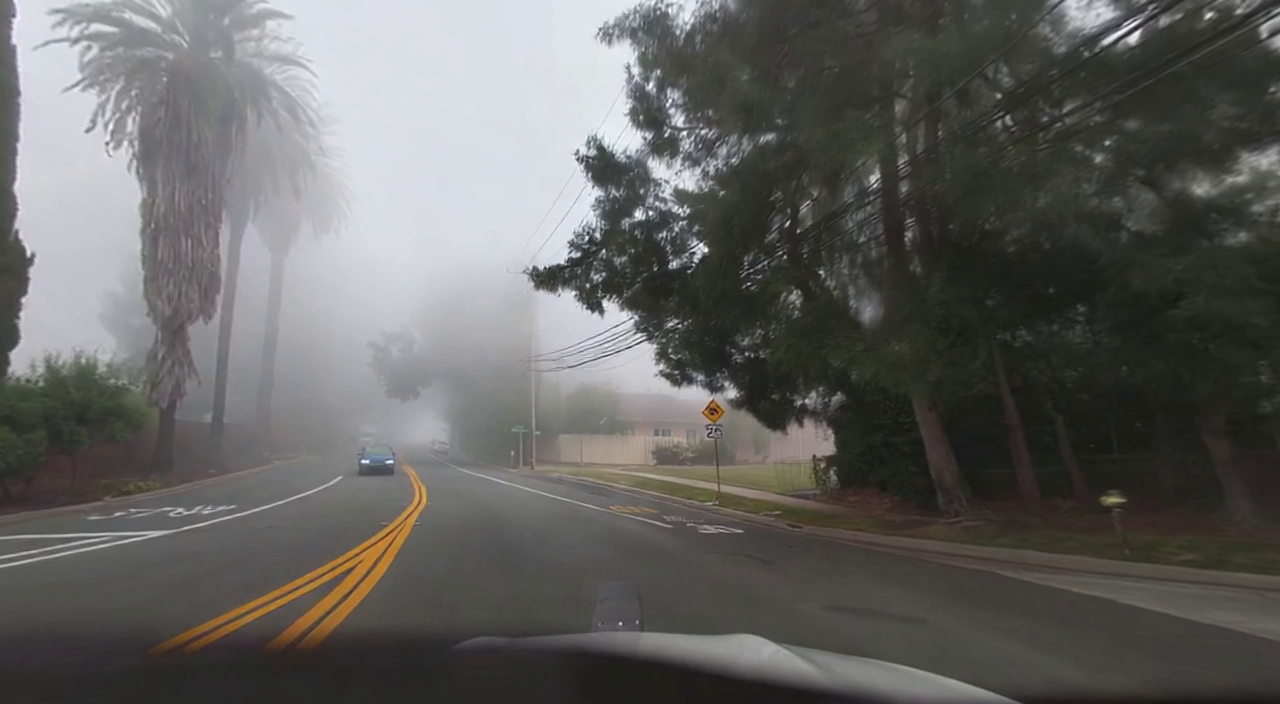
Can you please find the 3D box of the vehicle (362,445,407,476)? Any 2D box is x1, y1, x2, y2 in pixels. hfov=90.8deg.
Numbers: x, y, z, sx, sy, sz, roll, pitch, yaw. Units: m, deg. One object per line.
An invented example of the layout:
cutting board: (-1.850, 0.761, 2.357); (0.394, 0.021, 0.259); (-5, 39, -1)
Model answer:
vehicle: (-13.676, 5.766, 33.965); (2.061, 1.510, 4.457); (3, -9, -20)
